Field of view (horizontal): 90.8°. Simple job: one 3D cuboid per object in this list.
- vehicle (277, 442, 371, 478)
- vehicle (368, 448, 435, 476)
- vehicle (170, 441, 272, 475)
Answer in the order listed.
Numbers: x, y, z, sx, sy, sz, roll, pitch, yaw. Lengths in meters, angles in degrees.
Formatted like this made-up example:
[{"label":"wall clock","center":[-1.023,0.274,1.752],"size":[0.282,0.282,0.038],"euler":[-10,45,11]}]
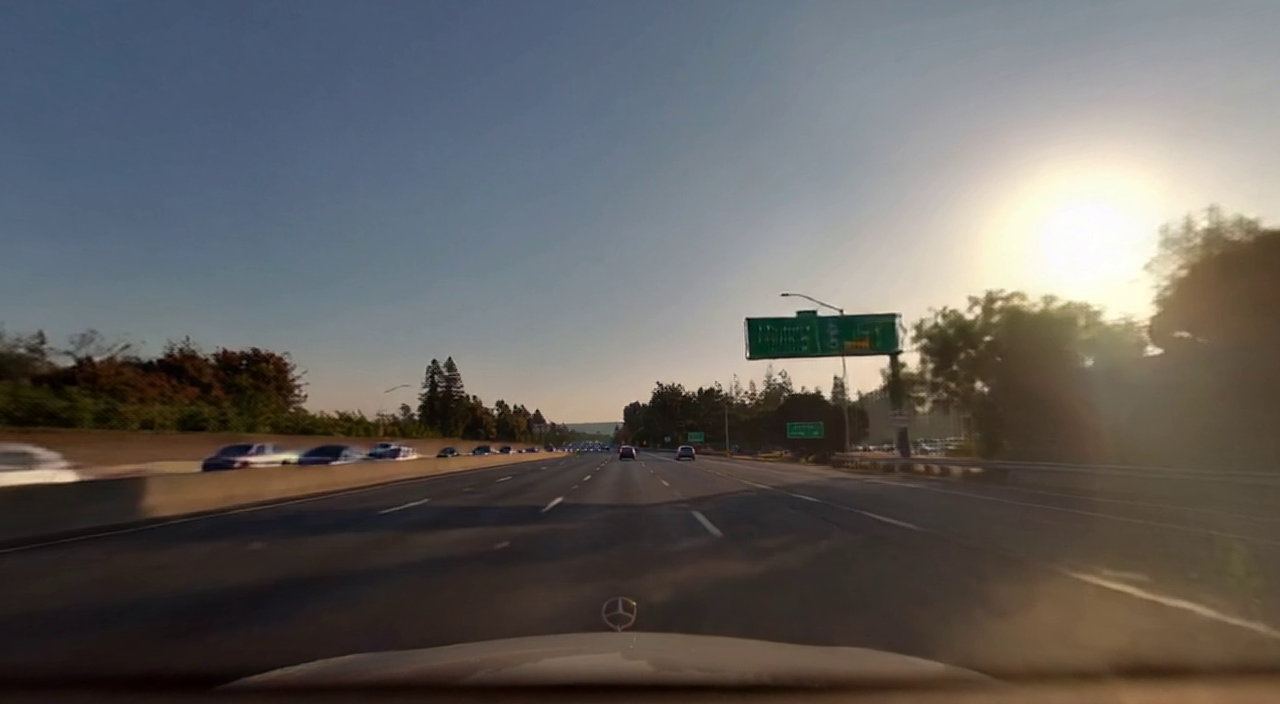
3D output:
[{"label":"vehicle","center":[-16.159,5.538,32.728],"size":[2.165,1.675,5.361],"euler":[0,-9,-1]},{"label":"vehicle","center":[-13.134,6.075,35.103],"size":[1.969,1.441,4.622],"euler":[0,-9,0]},{"label":"vehicle","center":[-26.153,6.610,39.779],"size":[2.471,1.970,5.968],"euler":[0,-9,-2]}]
